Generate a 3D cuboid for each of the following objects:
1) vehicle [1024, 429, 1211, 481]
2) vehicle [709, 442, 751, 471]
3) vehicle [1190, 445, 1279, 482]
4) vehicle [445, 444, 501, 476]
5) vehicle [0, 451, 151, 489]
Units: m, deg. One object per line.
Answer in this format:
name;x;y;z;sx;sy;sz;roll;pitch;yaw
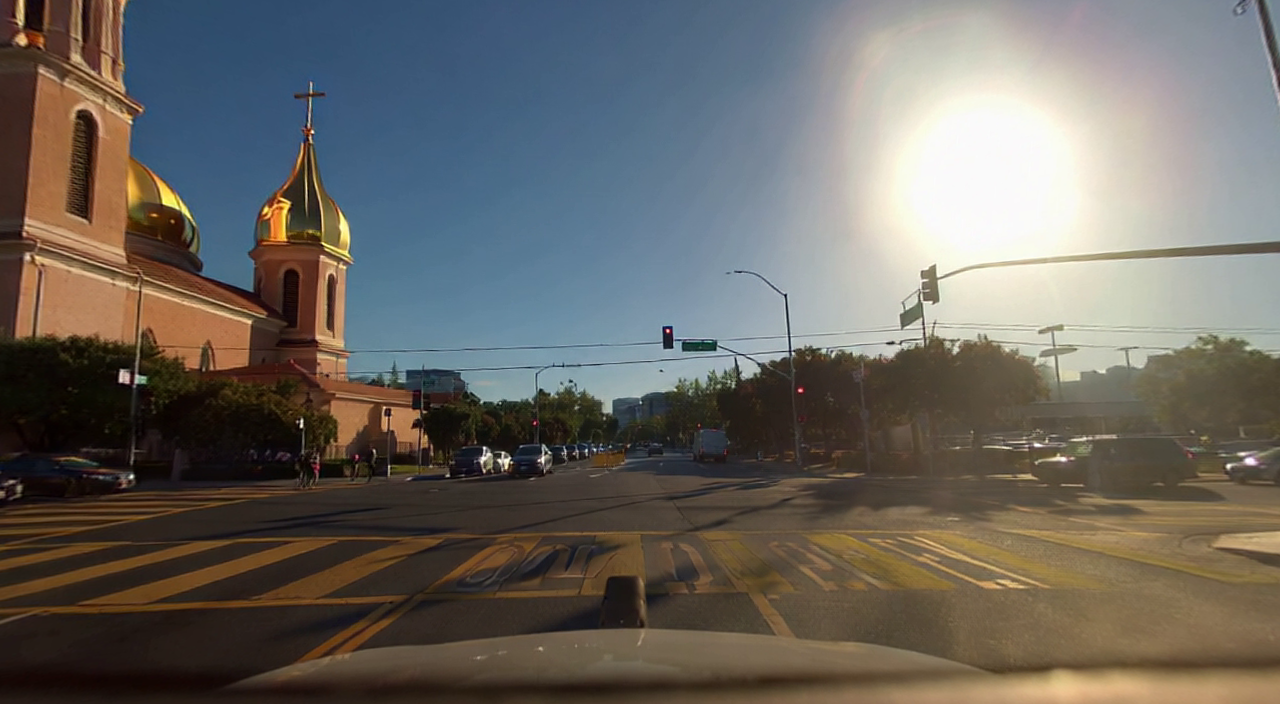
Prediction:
vehicle;19.884;4.291;26.541;5.852;2.057;2.361;0;-8;0
vehicle;5.841;6.851;41.489;1.969;1.776;4.329;0;-8;-1
vehicle;26.392;4.673;26.660;4.561;1.475;1.850;0;-8;0
vehicle;-10.215;6.608;38.946;2.076;1.876;4.669;0;-8;1
vehicle;-23.337;4.862;26.214;4.479;1.476;1.873;0;-8;1
